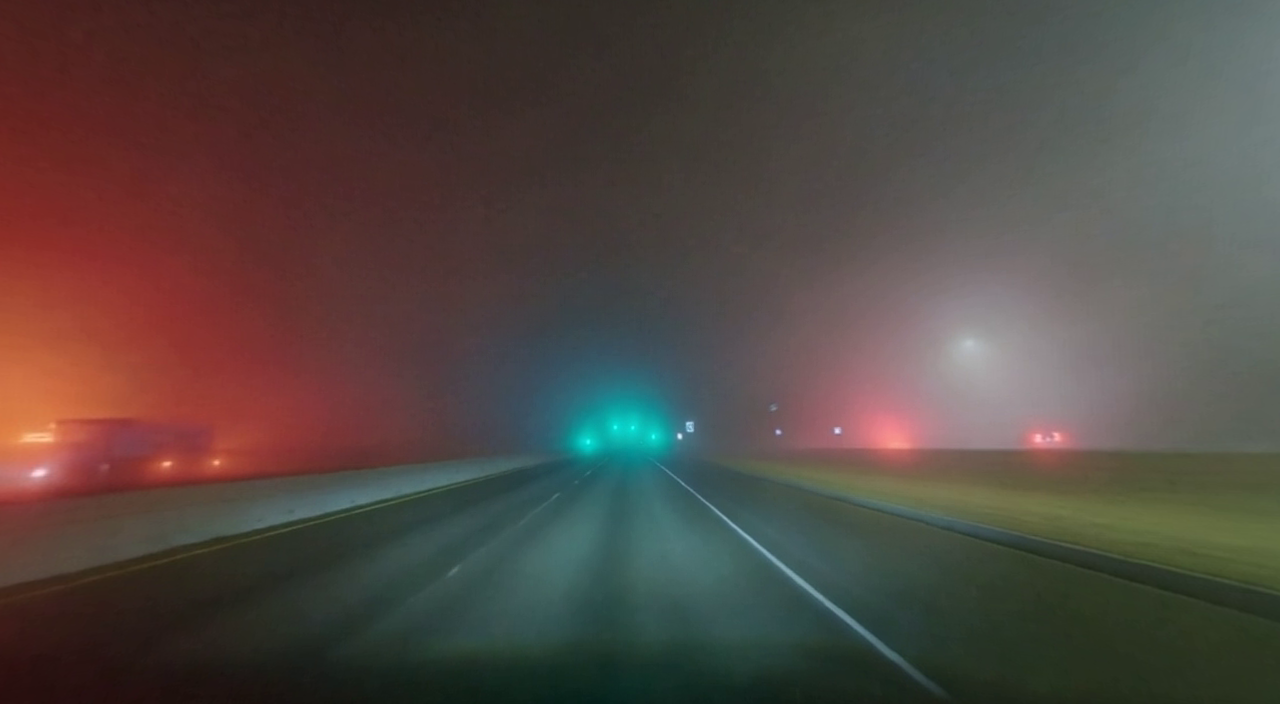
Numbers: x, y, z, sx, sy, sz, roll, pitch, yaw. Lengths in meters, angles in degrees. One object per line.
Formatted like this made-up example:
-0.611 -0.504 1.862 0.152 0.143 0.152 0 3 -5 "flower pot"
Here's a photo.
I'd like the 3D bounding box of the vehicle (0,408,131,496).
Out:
-29.283 4.894 31.139 3.028 3.909 5.951 -1 -8 0 "vehicle"
